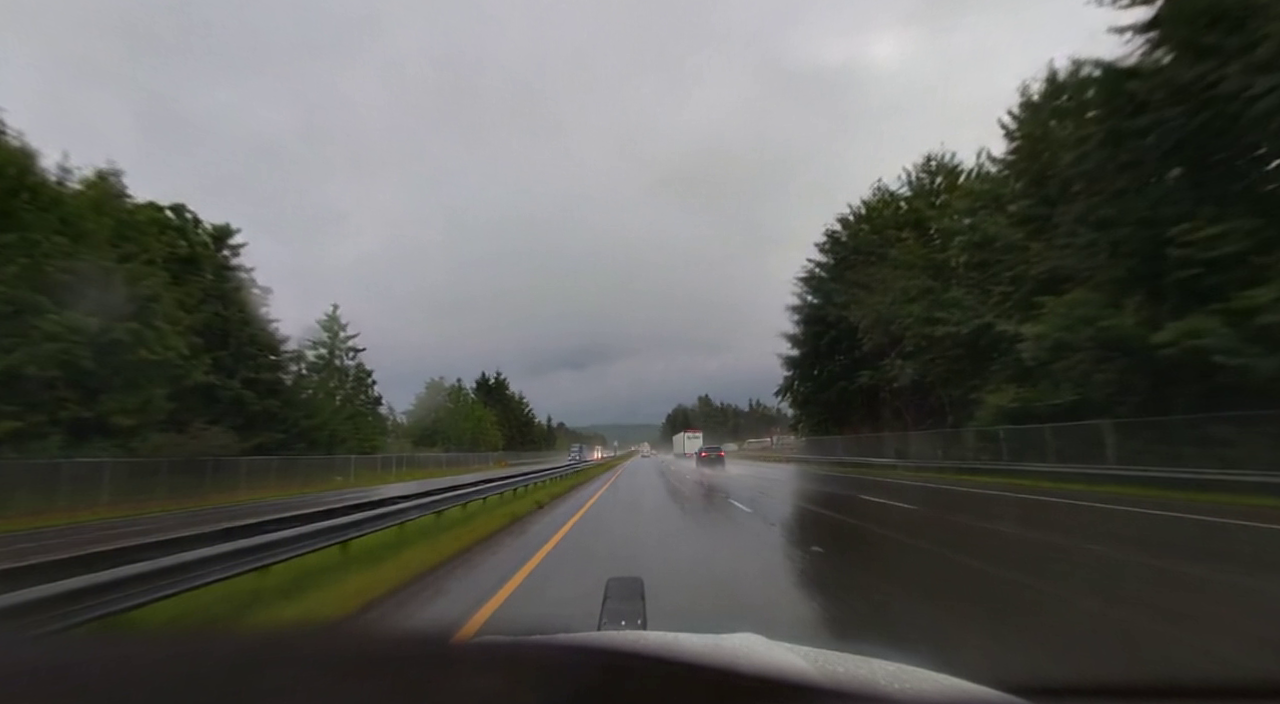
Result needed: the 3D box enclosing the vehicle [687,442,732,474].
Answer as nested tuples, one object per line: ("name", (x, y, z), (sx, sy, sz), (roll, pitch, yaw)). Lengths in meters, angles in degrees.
("vehicle", (3.990, 6.222, 36.999), (2.093, 1.742, 4.167), (0, -9, -1))
